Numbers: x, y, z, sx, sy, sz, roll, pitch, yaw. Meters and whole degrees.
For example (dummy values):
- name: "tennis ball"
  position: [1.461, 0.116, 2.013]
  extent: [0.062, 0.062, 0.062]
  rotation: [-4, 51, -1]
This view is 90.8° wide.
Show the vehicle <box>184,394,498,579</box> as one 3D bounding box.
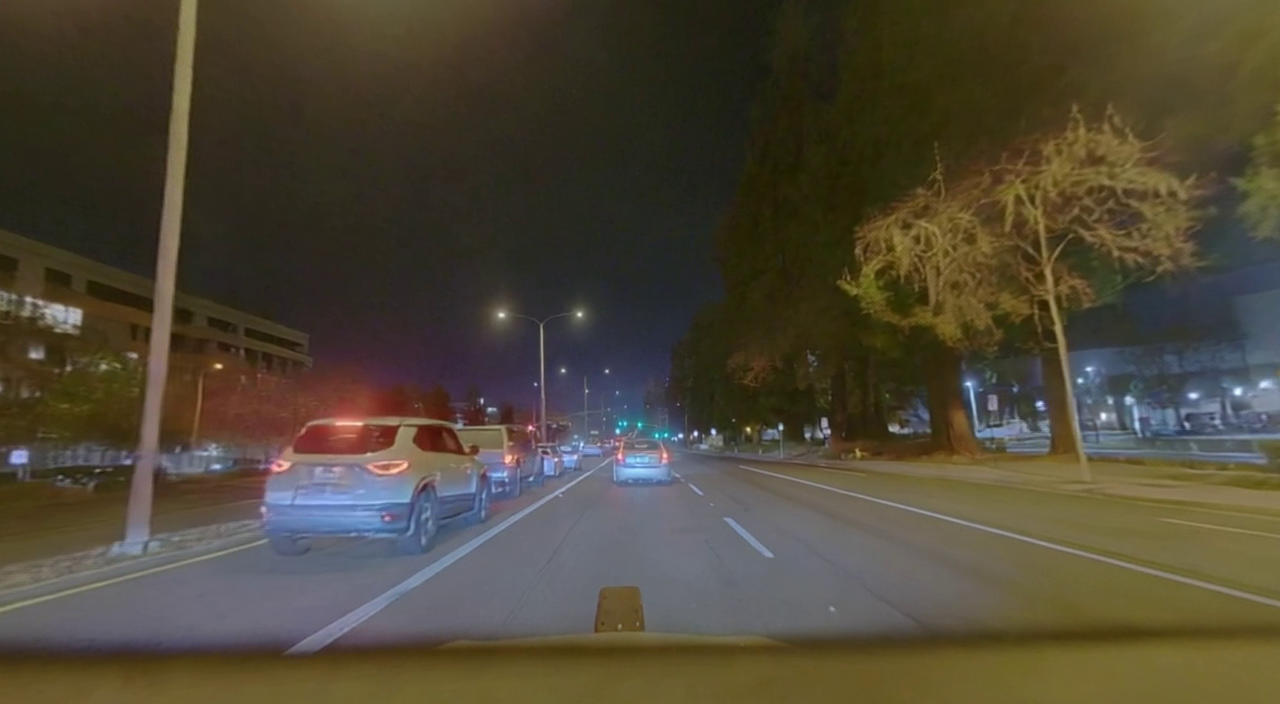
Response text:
- name: "vehicle"
  position: [-3.338, 1.595, 8.225]
  extent: [2.046, 1.751, 4.208]
  rotation: [0, -8, -1]

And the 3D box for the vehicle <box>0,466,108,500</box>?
- name: "vehicle"
  position: [-27.610, 6.013, 29.093]
  extent: [4.300, 1.427, 1.877]
  rotation: [1, -9, -8]

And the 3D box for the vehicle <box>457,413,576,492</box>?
- name: "vehicle"
  position: [-3.389, 2.950, 18.748]
  extent: [2.301, 1.985, 5.531]
  rotation: [0, -8, 1]

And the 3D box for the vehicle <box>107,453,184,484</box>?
- name: "vehicle"
  position: [-33.997, 7.994, 43.617]
  extent: [2.146, 1.907, 4.954]
  rotation: [2, -9, -12]

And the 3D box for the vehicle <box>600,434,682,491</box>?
- name: "vehicle"
  position: [-0.019, 3.168, 18.448]
  extent: [2.126, 1.475, 3.967]
  rotation: [0, -8, -1]
